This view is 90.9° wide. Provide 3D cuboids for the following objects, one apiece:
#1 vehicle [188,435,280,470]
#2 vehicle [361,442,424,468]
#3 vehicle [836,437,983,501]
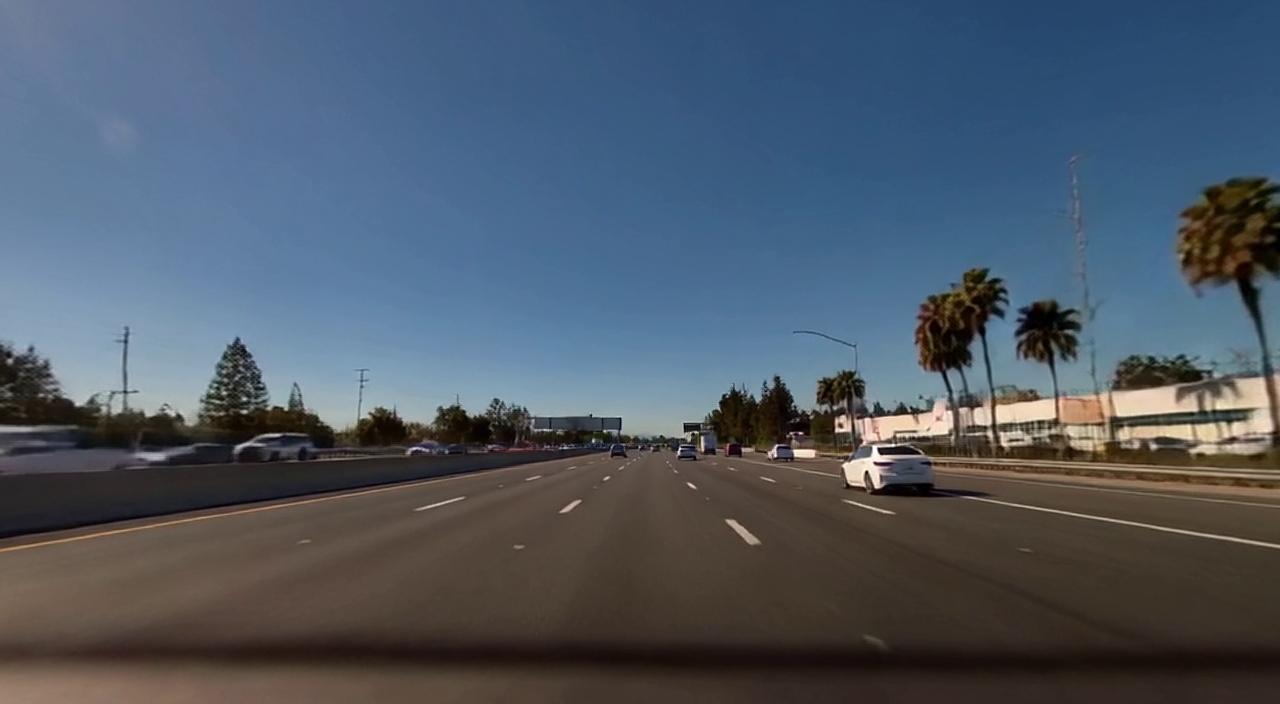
[{"bbox_3d":[-21.465,5.341,33.597,1.894,1.719,4.407,0,-8,1],"label":"vehicle"},{"bbox_3d":[-14.946,6.243,38.344,1.886,1.458,4.457,0,-8,2],"label":"vehicle"},{"bbox_3d":[7.295,3.206,17.740,2.071,1.543,4.702,0,-8,0],"label":"vehicle"}]
